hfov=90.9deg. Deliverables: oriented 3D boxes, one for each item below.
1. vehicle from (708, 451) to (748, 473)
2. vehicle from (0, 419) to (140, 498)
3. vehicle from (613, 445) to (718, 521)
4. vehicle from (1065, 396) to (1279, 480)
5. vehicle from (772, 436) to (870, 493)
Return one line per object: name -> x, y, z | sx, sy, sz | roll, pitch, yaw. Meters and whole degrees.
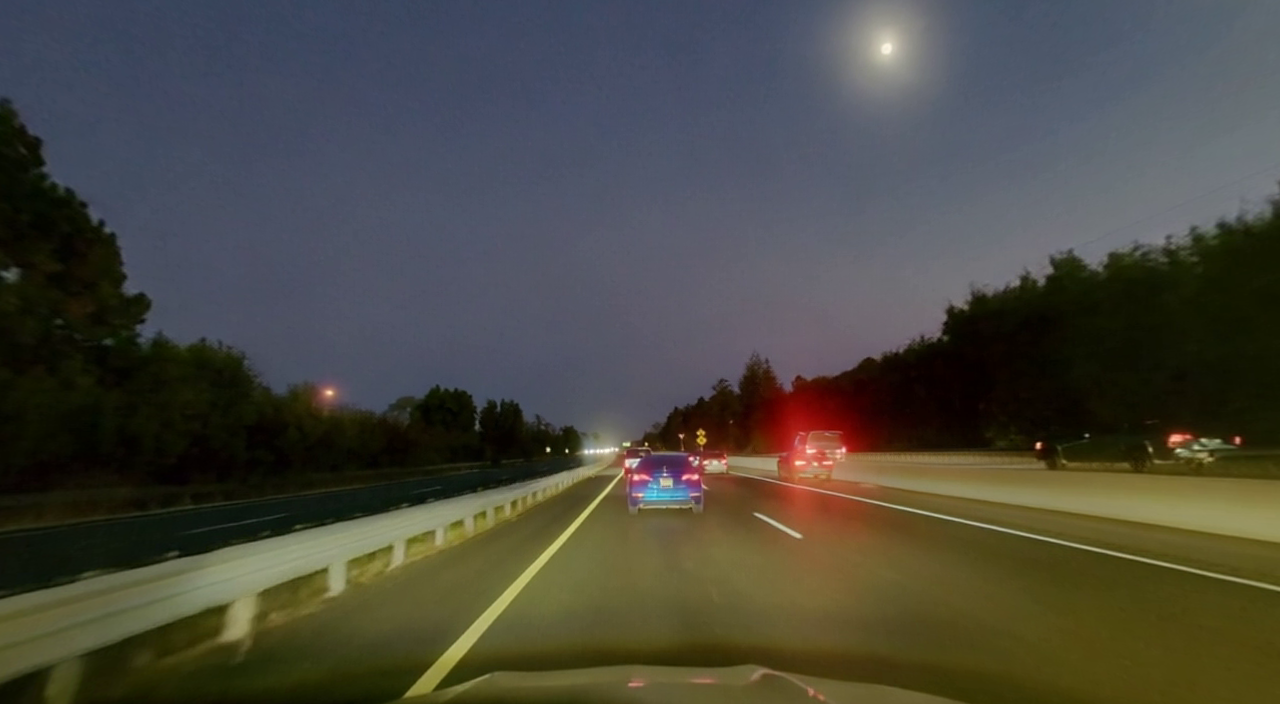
vehicle -> 6.025, 7.597, 43.676 | 2.015, 1.454, 4.324 | 0, -9, -2
vehicle -> -33.357, 6.055, 36.106 | 2.902, 3.981, 7.819 | -3, -8, 0
vehicle -> 0.484, 2.898, 14.423 | 2.076, 1.485, 3.774 | 0, -9, 0
vehicle -> 31.720, 5.134, 36.689 | 2.822, 3.996, 14.073 | 1, -9, -7
vehicle -> 6.482, 4.092, 23.206 | 2.177, 1.827, 4.565 | 0, -9, -1
